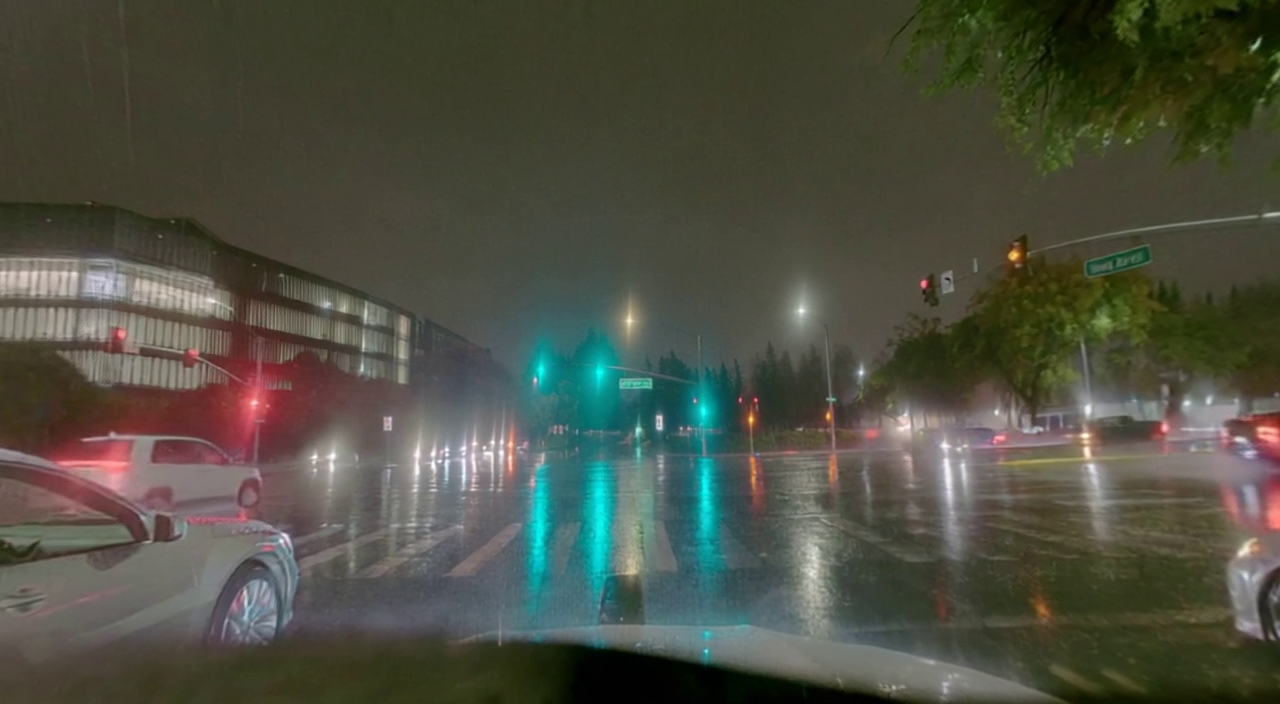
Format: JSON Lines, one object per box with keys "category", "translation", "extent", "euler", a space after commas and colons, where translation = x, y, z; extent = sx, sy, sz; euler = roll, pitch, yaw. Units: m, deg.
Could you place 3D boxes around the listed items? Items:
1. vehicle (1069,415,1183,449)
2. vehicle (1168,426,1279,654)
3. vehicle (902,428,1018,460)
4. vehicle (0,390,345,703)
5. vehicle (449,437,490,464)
{"category": "vehicle", "translation": [26.993, 4.488, 35.171], "extent": [4.611, 1.797, 2.096], "euler": [0, -8, -2]}
{"category": "vehicle", "translation": [4.938, 0.988, 2.562], "extent": [1.949, 1.449, 4.530], "euler": [-1, -8, 5]}
{"category": "vehicle", "translation": [15.933, 4.611, 31.629], "extent": [4.660, 1.495, 2.007], "euler": [0, -8, -2]}
{"category": "vehicle", "translation": [-3.063, 0.886, 2.156], "extent": [1.919, 1.478, 4.720], "euler": [0, -8, -1]}
{"category": "vehicle", "translation": [-12.798, 7.409, 47.622], "extent": [2.051, 1.715, 4.346], "euler": [-2, -6, -2]}
